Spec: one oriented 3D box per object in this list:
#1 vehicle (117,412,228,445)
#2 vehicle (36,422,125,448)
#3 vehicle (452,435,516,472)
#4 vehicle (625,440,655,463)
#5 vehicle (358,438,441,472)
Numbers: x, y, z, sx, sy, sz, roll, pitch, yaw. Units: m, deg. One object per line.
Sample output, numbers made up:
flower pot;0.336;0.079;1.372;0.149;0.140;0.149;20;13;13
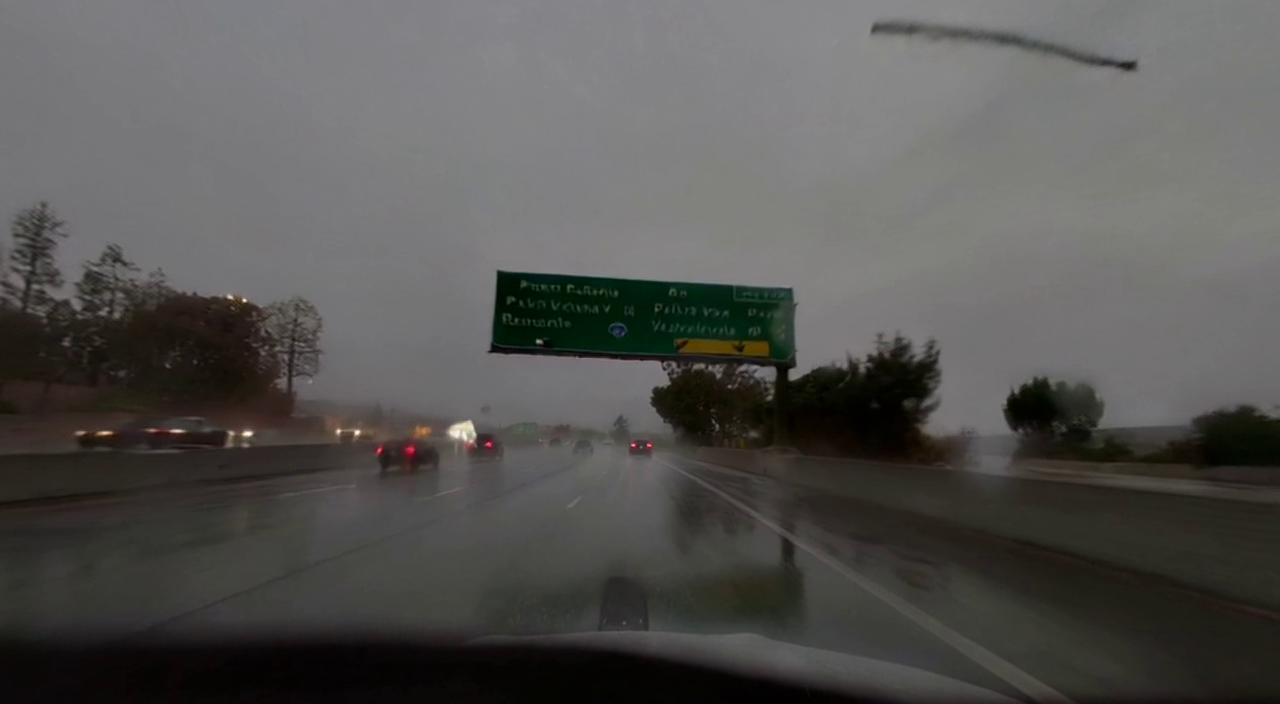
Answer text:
vehicle;-26.095;4.369;35.504;2.062;1.706;5.477;0;-8;0
vehicle;-33.295;5.004;37.669;1.693;1.451;3.903;0;-8;1
vehicle;-7.513;4.930;30.829;2.086;1.628;4.039;0;-8;0
vehicle;-0.013;6.537;41.541;1.881;1.460;3.694;0;-8;-1
vehicle;-11.172;4.805;29.689;1.935;1.474;5.033;0;-8;0
